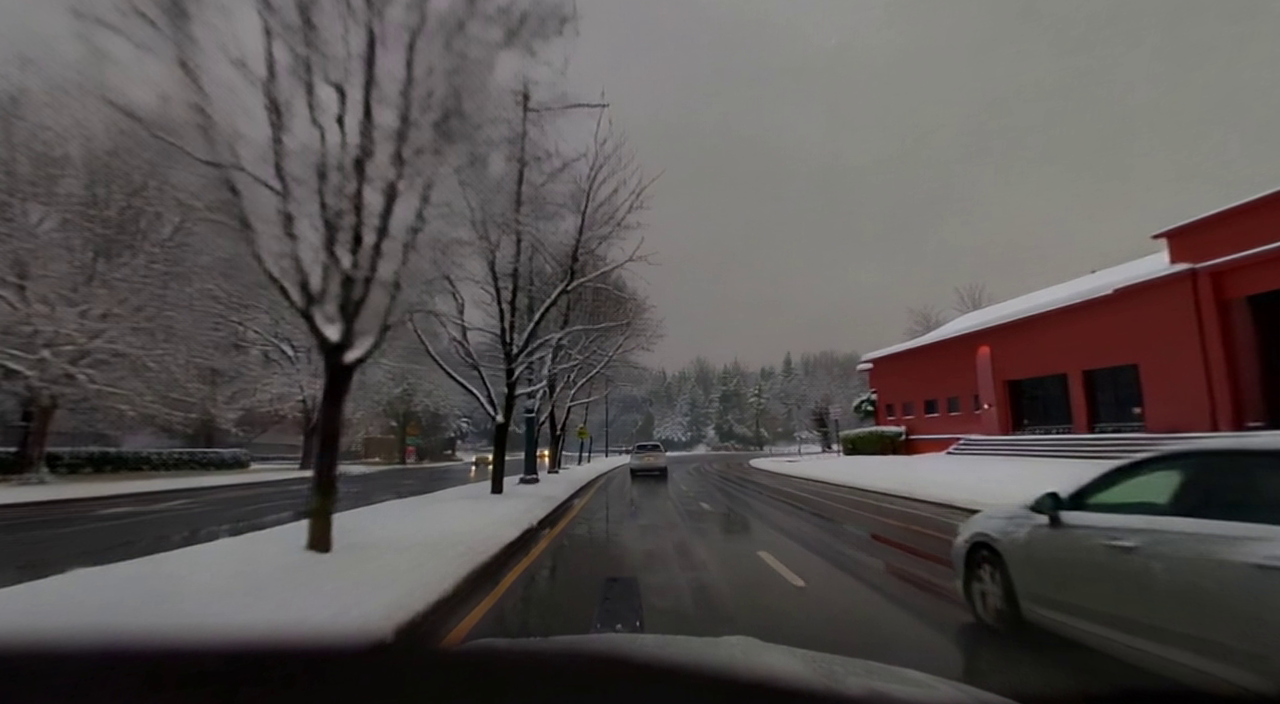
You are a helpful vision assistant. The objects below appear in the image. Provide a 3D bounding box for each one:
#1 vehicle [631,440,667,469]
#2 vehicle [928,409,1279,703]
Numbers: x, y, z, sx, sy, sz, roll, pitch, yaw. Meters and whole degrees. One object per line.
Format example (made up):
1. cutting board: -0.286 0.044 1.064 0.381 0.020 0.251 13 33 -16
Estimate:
1. vehicle: 0.613 6.435 39.723 2.123 1.703 4.292 0 -9 3
2. vehicle: 3.677 1.091 3.231 2.132 1.497 4.827 0 -9 0
